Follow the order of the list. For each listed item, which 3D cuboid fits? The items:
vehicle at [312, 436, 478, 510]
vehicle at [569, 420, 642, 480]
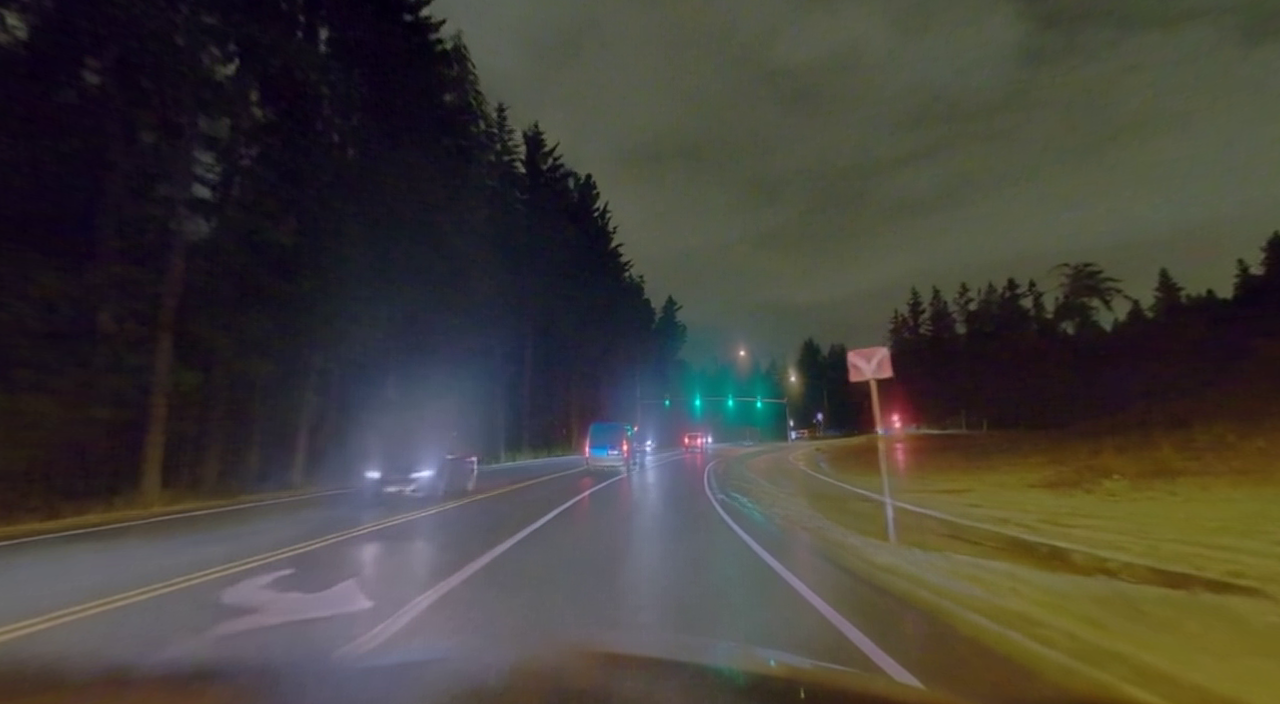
[{"bbox_3d":[-5.489,2.759,14.855,1.968,1.460,4.486,0,-8,2],"label":"vehicle"},{"bbox_3d":[-1.261,3.975,25.654,2.362,2.185,5.212,0,-8,4],"label":"vehicle"}]
